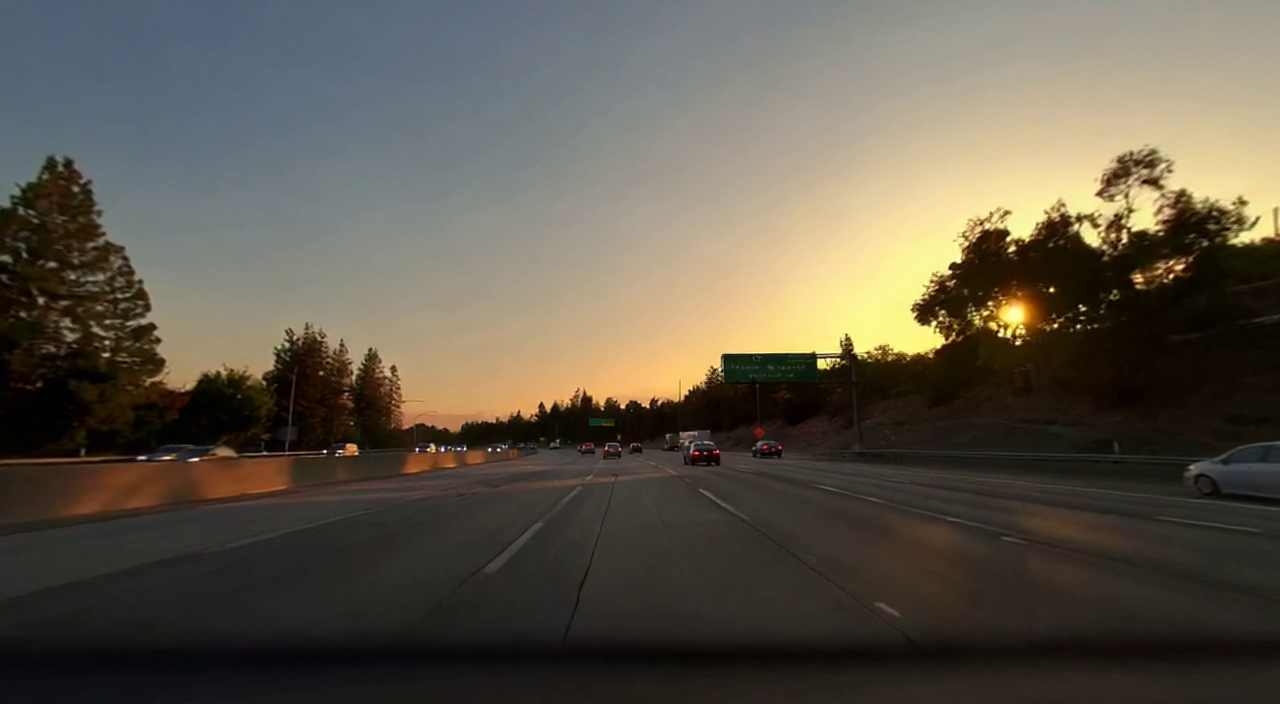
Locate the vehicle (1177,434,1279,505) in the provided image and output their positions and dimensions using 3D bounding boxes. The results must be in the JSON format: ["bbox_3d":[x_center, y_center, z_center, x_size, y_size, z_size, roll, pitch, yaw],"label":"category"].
[{"bbox_3d":[14.397,2.459,13.173,1.899,1.475,4.905,0,-9,-2],"label":"vehicle"}]

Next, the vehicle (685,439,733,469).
[{"bbox_3d":[3.855,5.767,35.742,1.975,1.562,3.823,1,-9,-5],"label":"vehicle"}]

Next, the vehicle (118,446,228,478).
[{"bbox_3d":[-24.603,5.786,33.469,2.194,1.555,4.856,0,-9,-1],"label":"vehicle"}]
